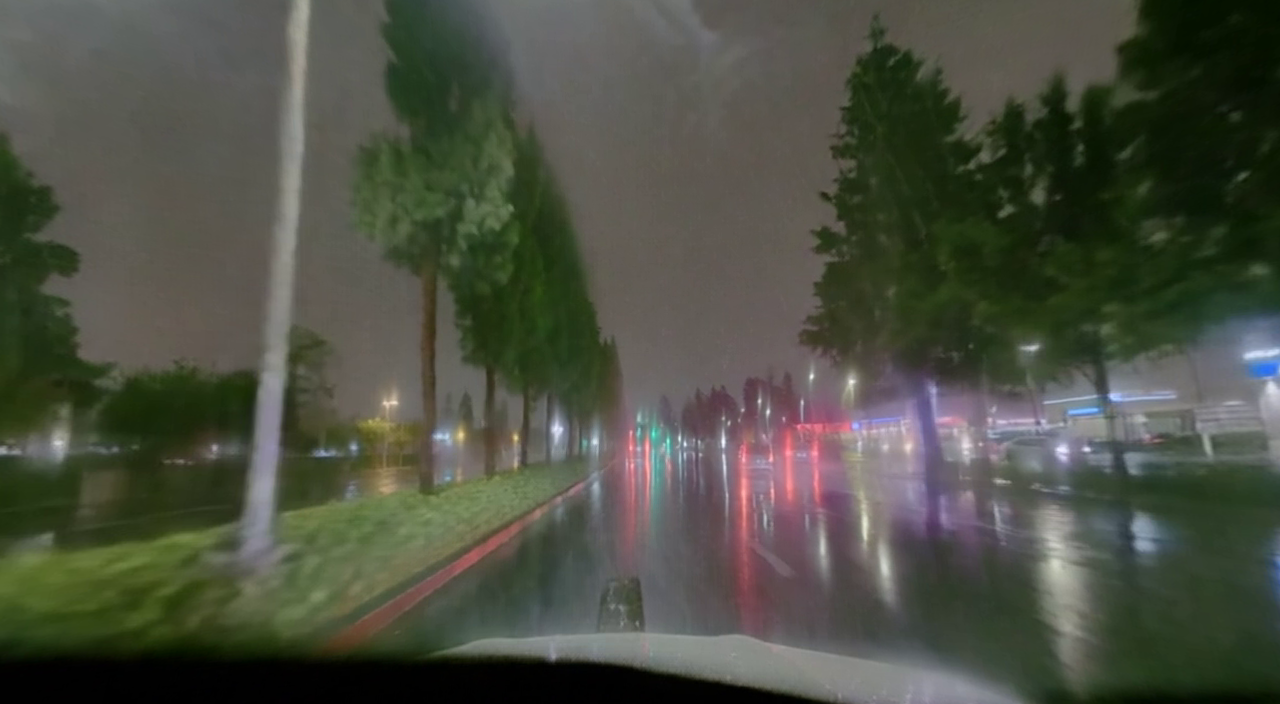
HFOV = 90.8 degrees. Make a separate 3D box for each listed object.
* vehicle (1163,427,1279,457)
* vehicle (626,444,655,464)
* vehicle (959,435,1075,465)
[{"bbox_3d":[31.480,4.889,34.198,1.927,1.464,4.368,3,-9,-23],"label":"vehicle"},{"bbox_3d":[-0.008,8.017,49.736,2.159,1.461,4.142,0,-9,-1],"label":"vehicle"},{"bbox_3d":[19.940,5.219,33.671,2.048,1.462,4.802,5,-10,-32],"label":"vehicle"}]
